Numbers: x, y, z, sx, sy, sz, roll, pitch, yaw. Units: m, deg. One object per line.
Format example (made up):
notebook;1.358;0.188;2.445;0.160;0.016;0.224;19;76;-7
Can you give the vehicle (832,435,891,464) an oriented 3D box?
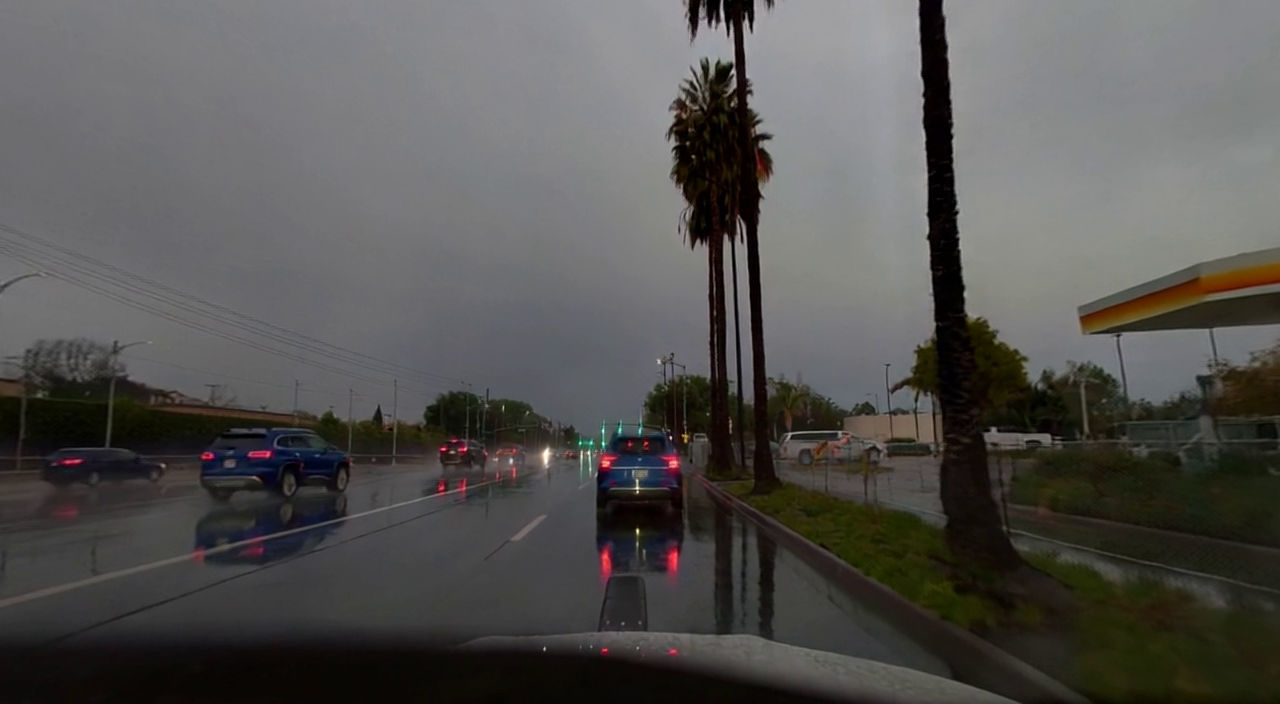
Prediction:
vehicle;12.036;5.315;34.321;1.681;1.503;3.781;1;-9;-3

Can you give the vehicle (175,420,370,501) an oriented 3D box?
vehicle;-10.016;3.011;17.852;2.269;1.934;5.350;0;-9;0

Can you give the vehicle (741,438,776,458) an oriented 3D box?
vehicle;9.130;7.441;48.779;1.929;1.496;4.245;0;-9;0

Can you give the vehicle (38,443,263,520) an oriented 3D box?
vehicle;-10.032;2.639;13.265;1.924;1.384;3.426;0;-8;0

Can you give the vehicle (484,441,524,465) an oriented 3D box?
vehicle;-10.471;7.808;48.768;1.998;1.731;4.952;0;-8;0

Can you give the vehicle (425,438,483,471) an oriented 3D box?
vehicle;-10.588;5.851;36.055;1.965;1.743;4.327;0;-8;1

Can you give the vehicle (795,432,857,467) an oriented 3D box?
vehicle;8.221;4.273;27.575;1.837;1.416;3.947;-4;-10;27

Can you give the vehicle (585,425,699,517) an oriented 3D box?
vehicle;0.067;2.533;13.791;2.121;1.710;3.893;0;-9;1
